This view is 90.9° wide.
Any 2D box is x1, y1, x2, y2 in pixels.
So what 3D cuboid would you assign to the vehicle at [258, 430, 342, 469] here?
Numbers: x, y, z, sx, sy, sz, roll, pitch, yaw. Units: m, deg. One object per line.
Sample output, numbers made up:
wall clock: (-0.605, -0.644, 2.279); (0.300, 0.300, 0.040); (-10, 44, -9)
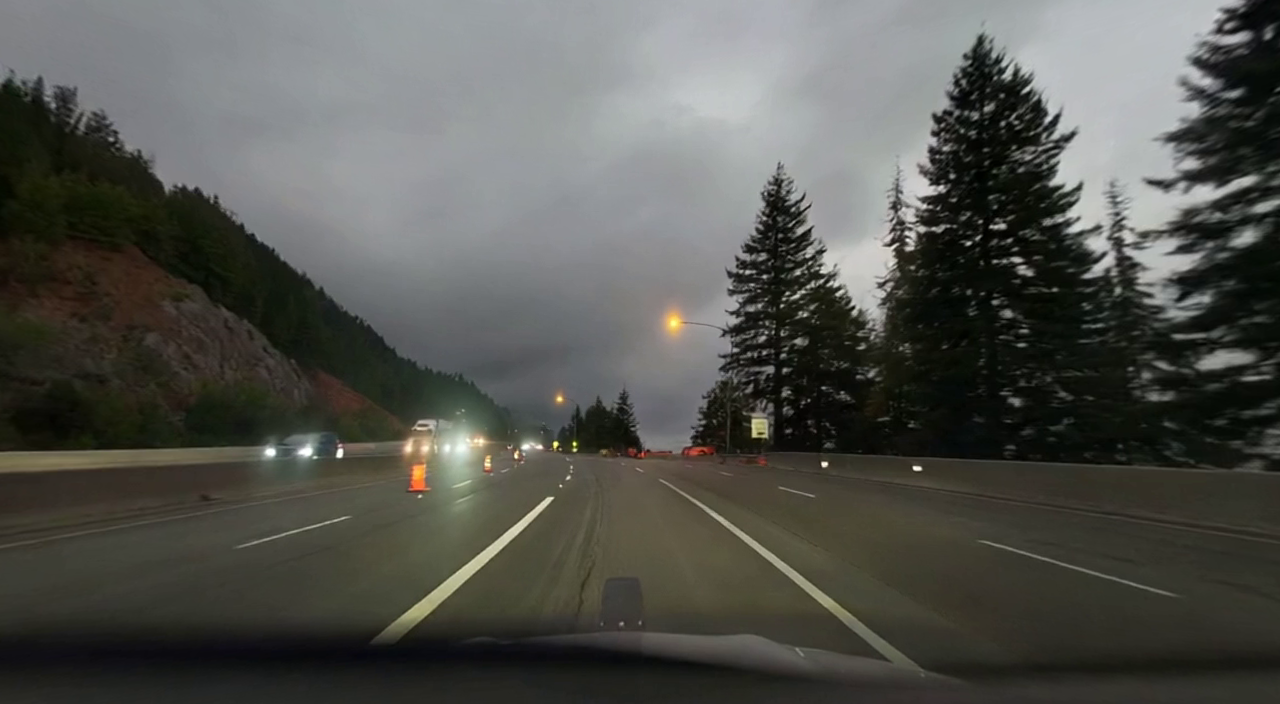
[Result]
vehicle: (-17.921, 5.172, 33.547); (1.991, 1.881, 4.980); (1, -9, -4)
